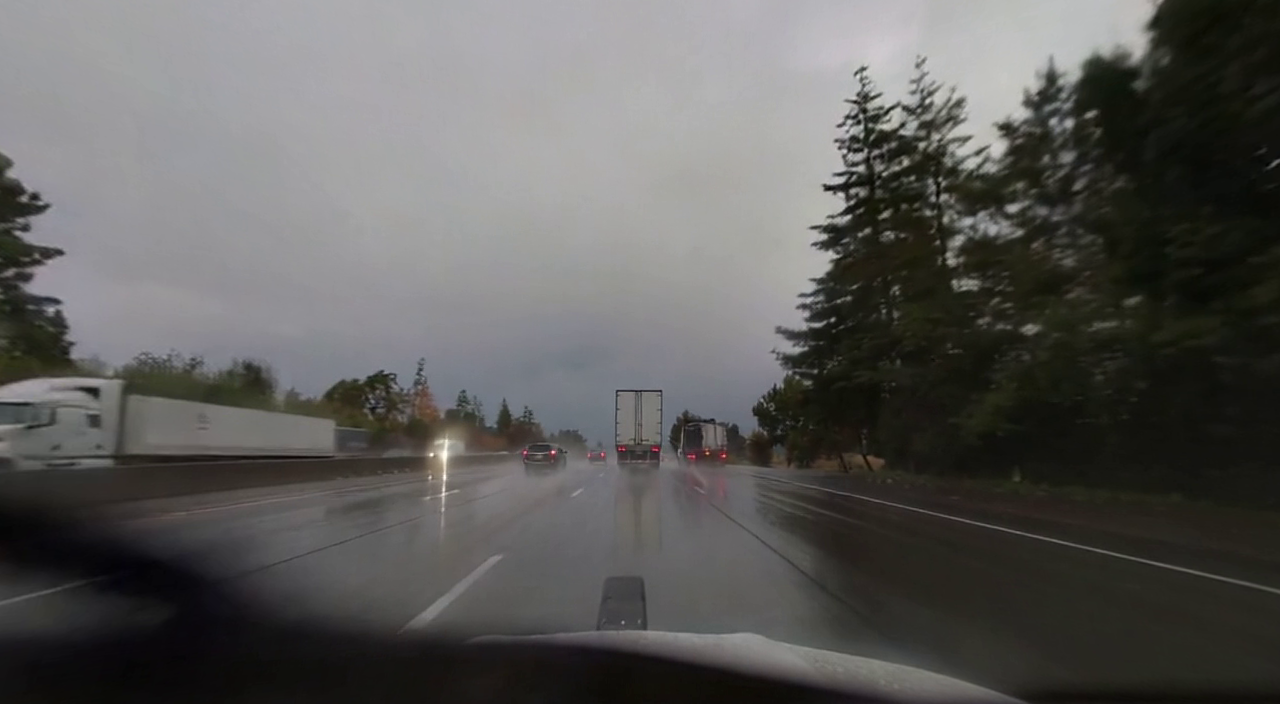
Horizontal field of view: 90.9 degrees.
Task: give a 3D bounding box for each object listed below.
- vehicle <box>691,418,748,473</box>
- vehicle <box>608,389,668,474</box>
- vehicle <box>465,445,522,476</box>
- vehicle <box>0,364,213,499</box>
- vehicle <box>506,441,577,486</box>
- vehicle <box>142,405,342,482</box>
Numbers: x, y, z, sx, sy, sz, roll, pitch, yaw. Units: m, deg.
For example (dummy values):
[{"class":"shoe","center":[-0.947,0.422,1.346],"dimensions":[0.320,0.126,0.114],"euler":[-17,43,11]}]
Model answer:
[{"class":"vehicle","center":[4.420,5.305,35.782],"dimensions":[2.565,2.902,3.798],"euler":[0,-9,-2]},{"class":"vehicle","center":[-0.208,4.746,36.474],"dimensions":[2.875,4.056,12.312],"euler":[0,-9,-1]},{"class":"vehicle","center":[-7.463,5.556,32.440],"dimensions":[1.926,1.482,3.959],"euler":[0,-9,1]},{"class":"vehicle","center":[-18.443,2.737,21.076],"dimensions":[3.084,3.687,7.389],"euler":[0,-9,-1]},{"class":"vehicle","center":[-3.677,4.227,24.206],"dimensions":[2.061,1.555,3.900],"euler":[0,-9,0]},{"class":"vehicle","center":[-18.545,4.496,30.749],"dimensions":[2.817,3.096,10.655],"euler":[0,-9,0]}]
